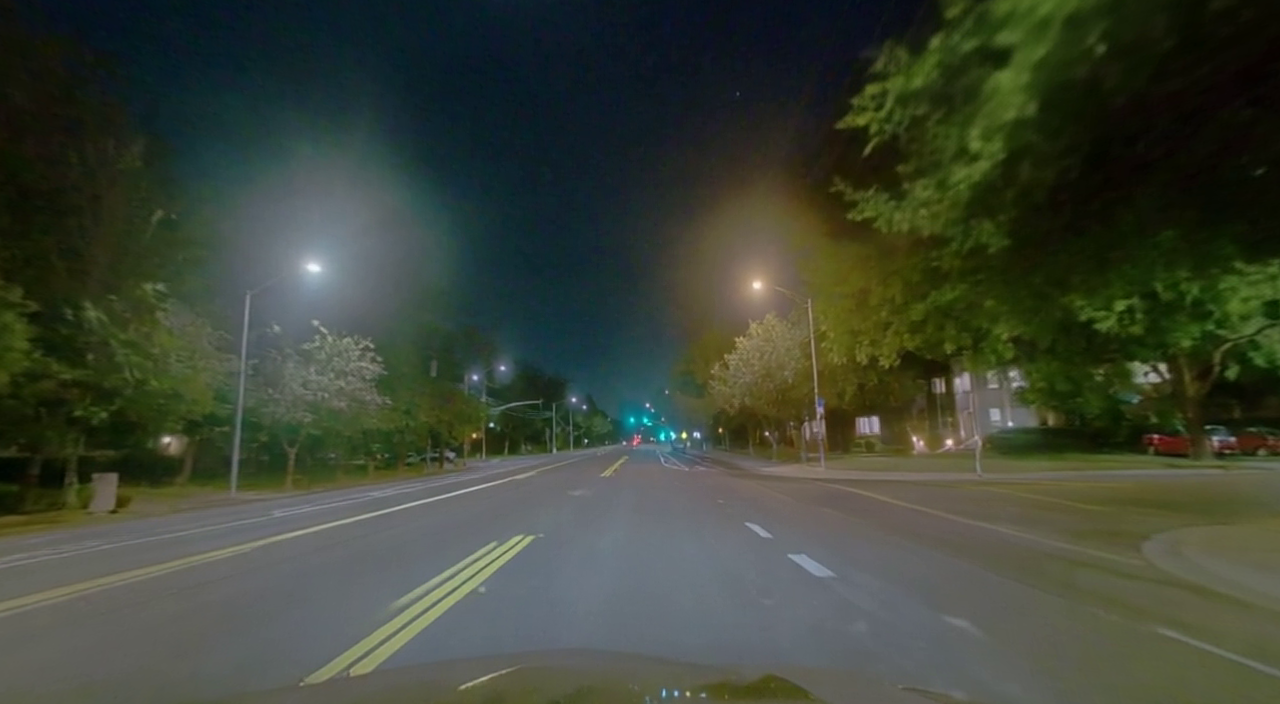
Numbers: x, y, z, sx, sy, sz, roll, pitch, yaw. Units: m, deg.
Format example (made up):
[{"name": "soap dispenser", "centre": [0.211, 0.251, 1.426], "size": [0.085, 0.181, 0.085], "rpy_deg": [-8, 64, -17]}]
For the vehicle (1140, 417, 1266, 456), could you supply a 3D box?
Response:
[{"name": "vehicle", "centre": [28.617, 4.378, 32.295], "size": [2.041, 1.826, 4.925], "rpy_deg": [0, -8, 3]}]
